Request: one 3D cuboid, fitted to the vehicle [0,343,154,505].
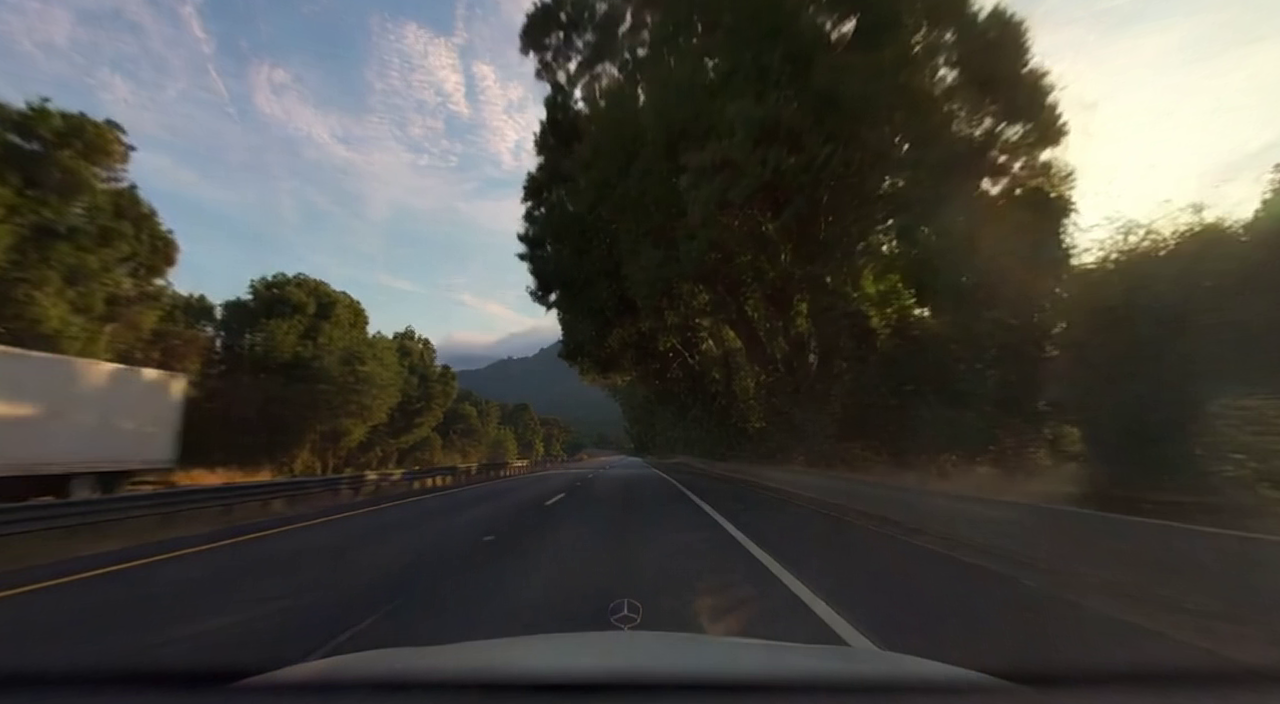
[{"bbox_3d":[-17.241,1.390,13.000,2.986,3.958,14.432,0,-9,0],"label":"vehicle"}]
